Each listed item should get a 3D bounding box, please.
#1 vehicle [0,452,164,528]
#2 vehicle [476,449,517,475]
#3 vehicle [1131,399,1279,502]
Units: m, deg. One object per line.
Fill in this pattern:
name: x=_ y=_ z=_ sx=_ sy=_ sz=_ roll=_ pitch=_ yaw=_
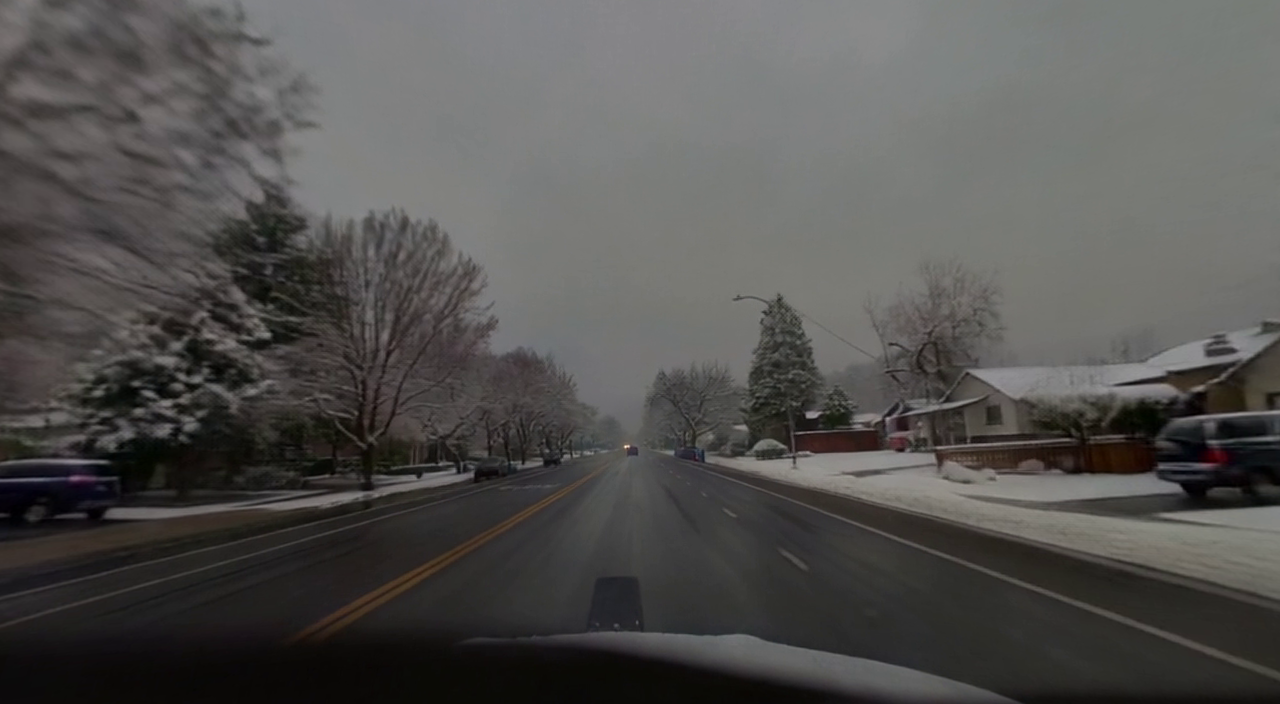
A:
vehicle: x=-15.676 y=3.527 z=16.476 sx=4.859 sy=1.780 sz=2.031 roll=-1 pitch=-9 yaw=3
vehicle: x=-10.743 y=8.222 z=47.442 sx=1.989 sy=1.610 sz=4.337 roll=-5 pitch=-8 yaw=0
vehicle: x=11.946 y=1.777 z=11.519 sx=4.392 sy=1.685 sz=1.959 roll=0 pitch=-9 yaw=-4
